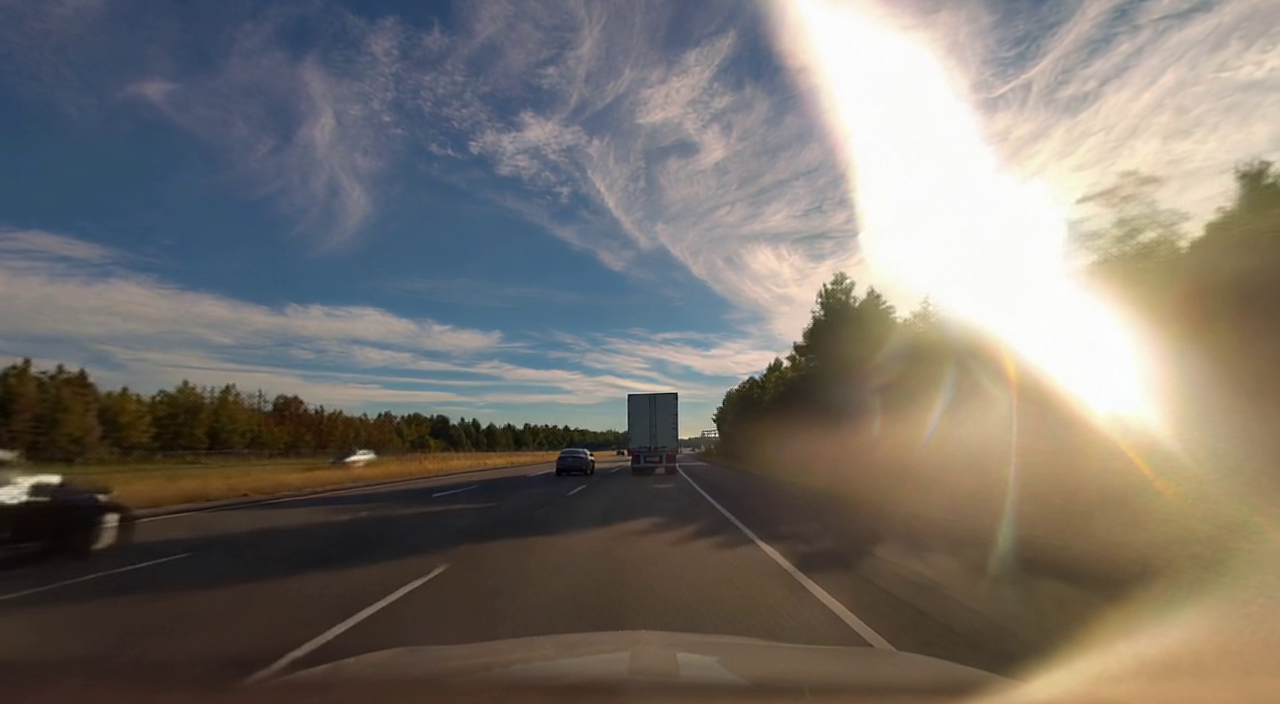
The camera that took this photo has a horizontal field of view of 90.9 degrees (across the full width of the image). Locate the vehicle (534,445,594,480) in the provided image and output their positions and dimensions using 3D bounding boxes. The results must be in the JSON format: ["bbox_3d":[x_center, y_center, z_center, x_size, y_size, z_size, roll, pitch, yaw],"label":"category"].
[{"bbox_3d":[-3.372,5.005,28.736,2.092,1.465,4.448,0,-9,1],"label":"vehicle"}]

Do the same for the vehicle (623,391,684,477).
[{"bbox_3d":[0.712,5.002,37.968,2.851,4.098,14.436,-2,-8,0],"label":"vehicle"}]
